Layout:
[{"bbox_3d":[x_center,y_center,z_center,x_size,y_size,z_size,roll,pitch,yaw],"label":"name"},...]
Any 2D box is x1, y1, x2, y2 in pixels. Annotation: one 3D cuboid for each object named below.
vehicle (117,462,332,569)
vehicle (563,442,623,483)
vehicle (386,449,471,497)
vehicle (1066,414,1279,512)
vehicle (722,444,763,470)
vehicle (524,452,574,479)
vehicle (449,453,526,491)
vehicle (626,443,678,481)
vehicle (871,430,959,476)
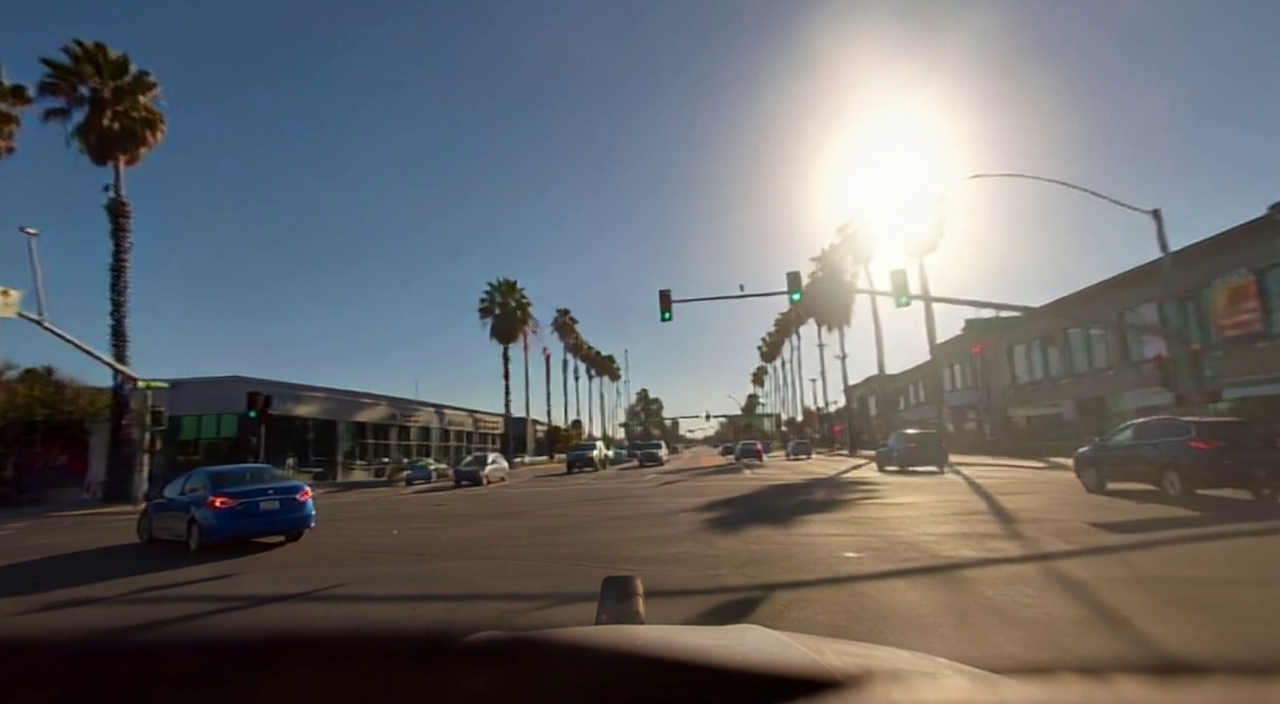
[{"bbox_3d":[-7.527,2.743,11.310,4.206,1.471,2.089,-9,-12,41],"label":"vehicle"},{"bbox_3d":[-2.143,5.176,29.805,2.187,1.740,4.022,-2,-9,5],"label":"vehicle"},{"bbox_3d":[-9.620,5.486,29.065,2.090,1.593,4.176,-6,-6,6],"label":"vehicle"},{"bbox_3d":[11.991,2.390,13.882,2.199,1.773,4.568,-1,-9,3],"label":"vehicle"},{"bbox_3d":[6.257,6.510,39.156,1.977,1.449,4.254,-1,-9,2],"label":"vehicle"},{"bbox_3d":[-5.363,6.725,37.689,1.973,1.474,4.495,-2,-9,5],"label":"vehicle"},{"bbox_3d":[-6.660,5.262,28.056,2.041,1.498,4.348,-2,-9,5],"label":"vehicle"},{"bbox_3d":[0.652,5.099,29.558,2.041,1.473,4.221,-2,-7,6],"label":"vehicle"},{"bbox_3d":[12.263,4.582,28.557,2.059,1.859,4.690,-1,-9,3],"label":"vehicle"}]
